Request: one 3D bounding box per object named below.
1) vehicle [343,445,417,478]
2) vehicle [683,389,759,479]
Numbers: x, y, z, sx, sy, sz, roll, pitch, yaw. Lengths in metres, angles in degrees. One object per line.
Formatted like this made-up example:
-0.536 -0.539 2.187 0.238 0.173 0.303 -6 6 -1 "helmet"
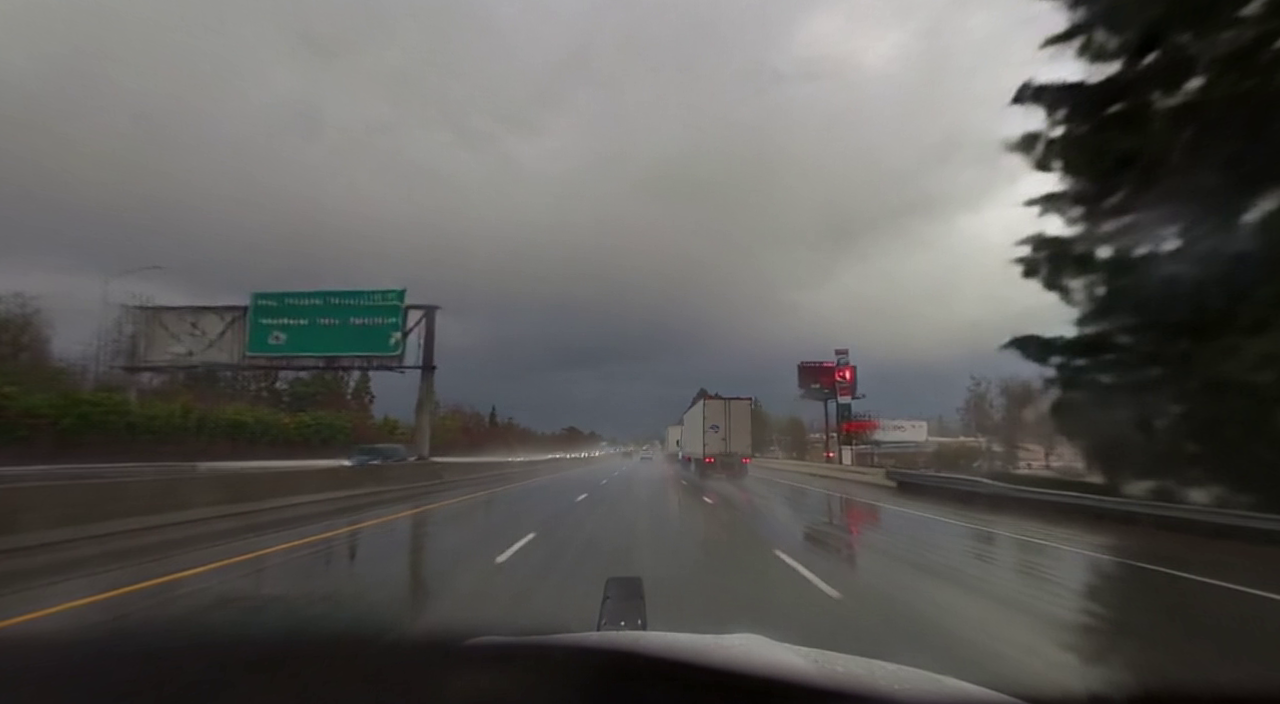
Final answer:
-14.894 6.297 36.475 2.066 1.734 5.016 0 -9 1 "vehicle"
4.378 4.991 37.414 2.826 4.269 14.176 0 -8 1 "vehicle"
